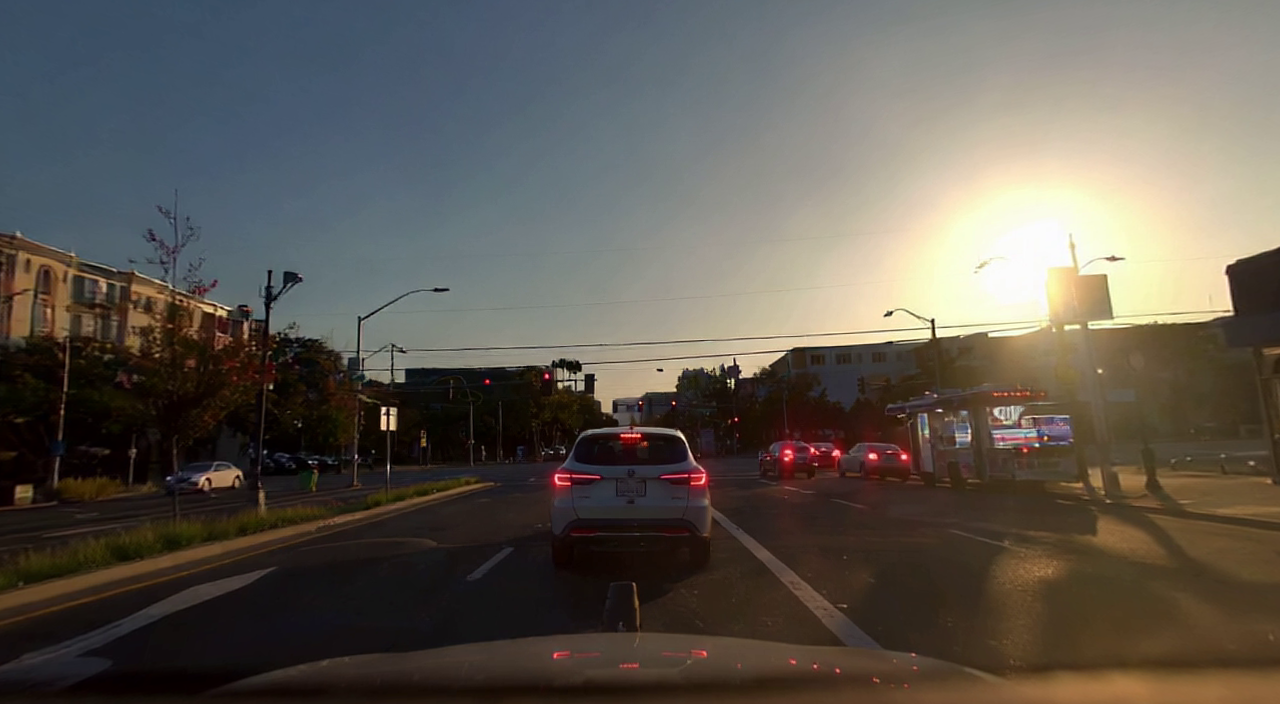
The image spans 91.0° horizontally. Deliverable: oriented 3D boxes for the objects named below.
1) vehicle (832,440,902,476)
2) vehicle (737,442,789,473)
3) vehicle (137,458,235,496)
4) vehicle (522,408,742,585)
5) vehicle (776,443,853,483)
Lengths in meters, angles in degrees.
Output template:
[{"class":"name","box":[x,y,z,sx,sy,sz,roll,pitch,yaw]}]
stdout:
[{"class":"vehicle","box":[11.184,5.253,31.395,2.081,1.651,4.432,-1,-9,4]},{"class":"vehicle","box":[6.267,5.448,32.629,1.961,1.477,4.454,0,-8,2]},{"class":"vehicle","box":[-20.282,5.558,28.361,1.969,1.458,4.300,2,-9,-13]},{"class":"vehicle","box":[-0.059,1.691,8.114,2.115,1.700,3.901,0,-8,1]},{"class":"vehicle","box":[6.858,4.376,25.224,1.833,1.452,4.237,0,-8,0]}]
